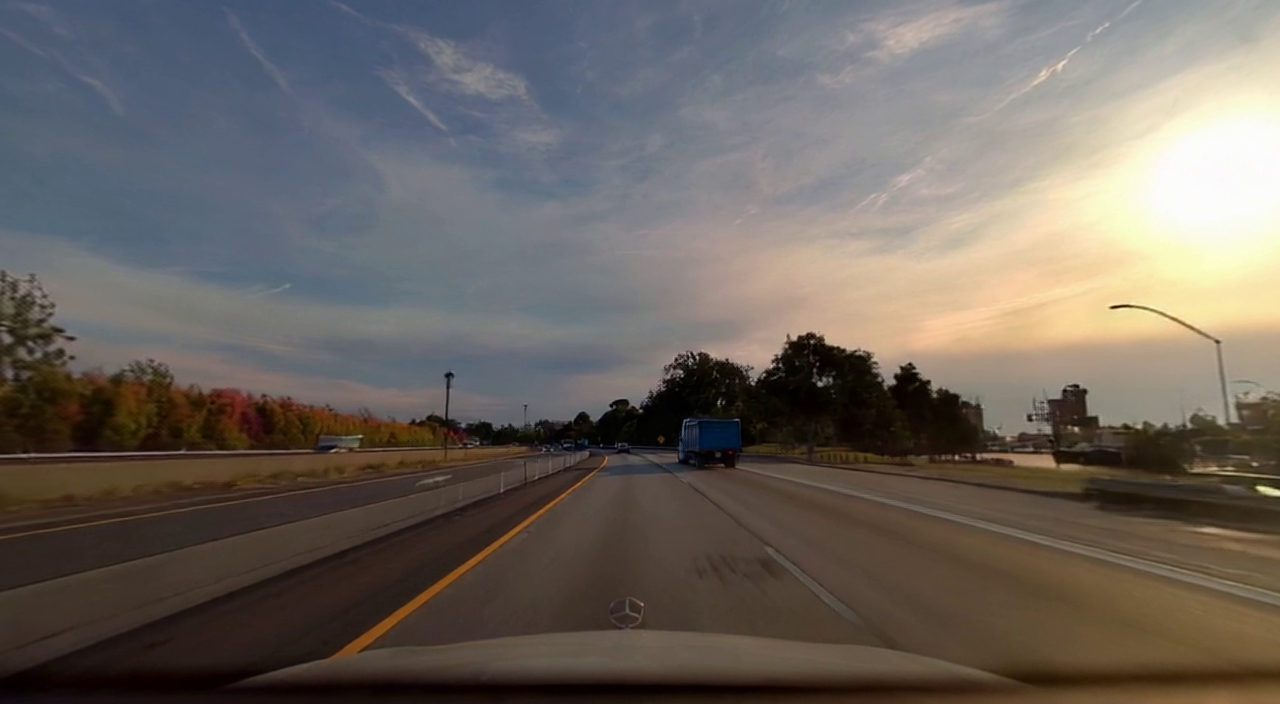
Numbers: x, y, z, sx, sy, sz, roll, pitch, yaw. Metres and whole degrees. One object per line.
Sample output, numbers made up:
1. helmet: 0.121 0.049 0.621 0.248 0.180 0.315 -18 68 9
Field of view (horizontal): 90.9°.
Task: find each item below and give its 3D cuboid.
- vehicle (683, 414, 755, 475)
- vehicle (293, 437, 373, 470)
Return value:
1. vehicle: 3.462 4.267 29.025 2.430 2.495 6.062 0 -8 -1
2. vehicle: -17.573 5.825 36.456 2.038 1.756 5.218 0 -8 0
